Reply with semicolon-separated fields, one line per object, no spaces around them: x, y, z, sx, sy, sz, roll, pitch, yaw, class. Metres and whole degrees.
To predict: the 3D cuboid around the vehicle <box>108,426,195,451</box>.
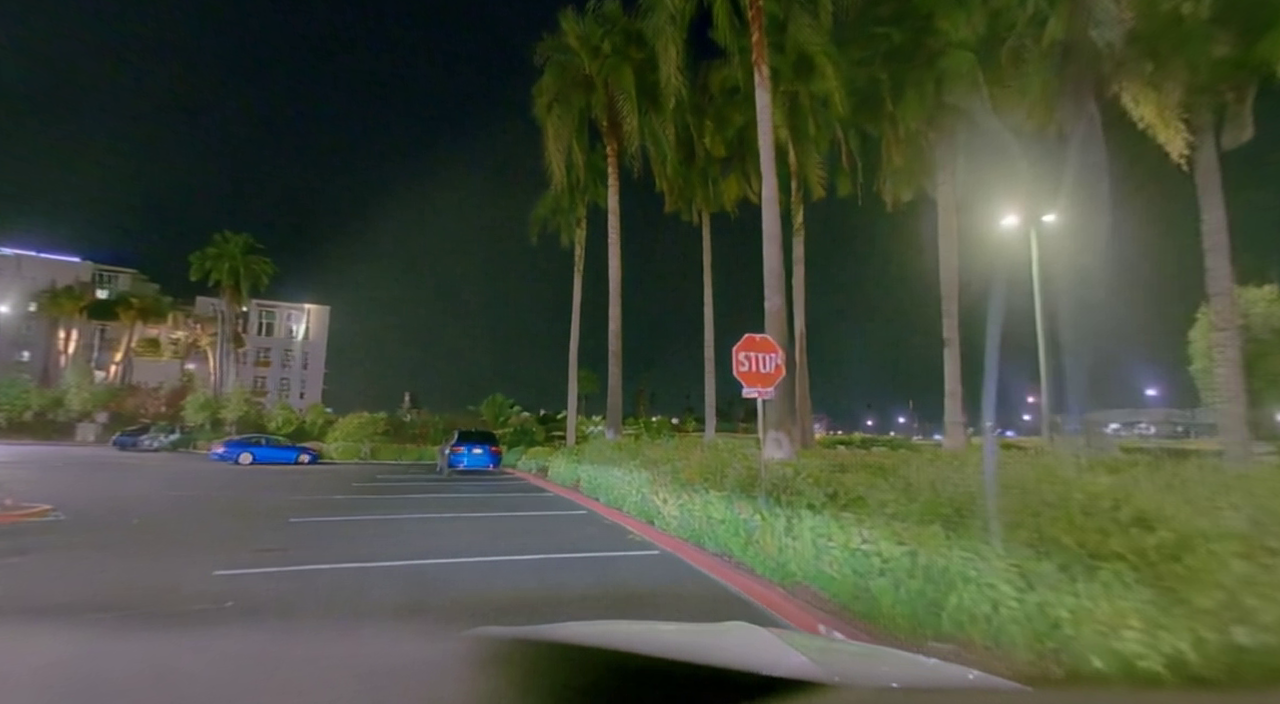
-32.678;5.843;42.369;4.457;1.552;1.748;7;-11;-37;vehicle

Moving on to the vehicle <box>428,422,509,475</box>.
-6.383;3.529;23.134;2.071;1.700;4.367;4;-10;-25;vehicle
